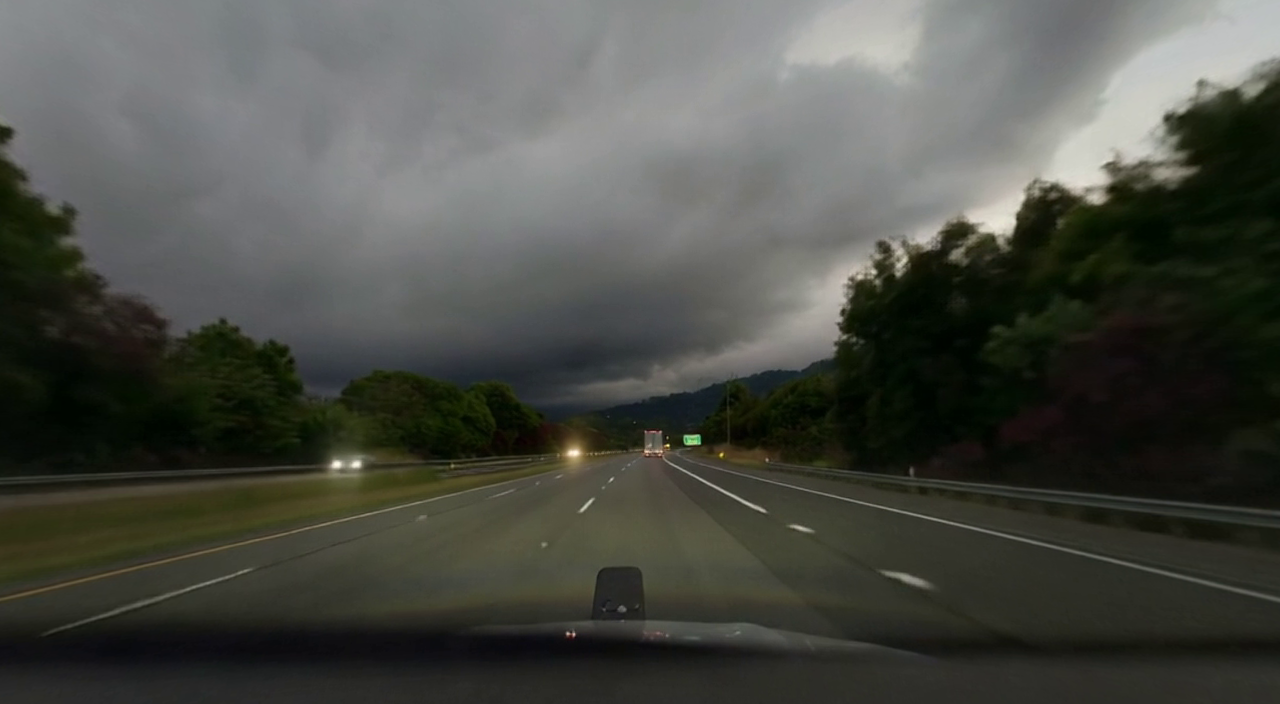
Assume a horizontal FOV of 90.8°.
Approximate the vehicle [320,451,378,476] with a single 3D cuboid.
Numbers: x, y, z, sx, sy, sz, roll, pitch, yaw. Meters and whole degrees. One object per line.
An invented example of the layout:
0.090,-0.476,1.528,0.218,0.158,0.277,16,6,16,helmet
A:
-20.512,7.854,44.667,1.947,1.684,4.405,0,-9,1,vehicle
